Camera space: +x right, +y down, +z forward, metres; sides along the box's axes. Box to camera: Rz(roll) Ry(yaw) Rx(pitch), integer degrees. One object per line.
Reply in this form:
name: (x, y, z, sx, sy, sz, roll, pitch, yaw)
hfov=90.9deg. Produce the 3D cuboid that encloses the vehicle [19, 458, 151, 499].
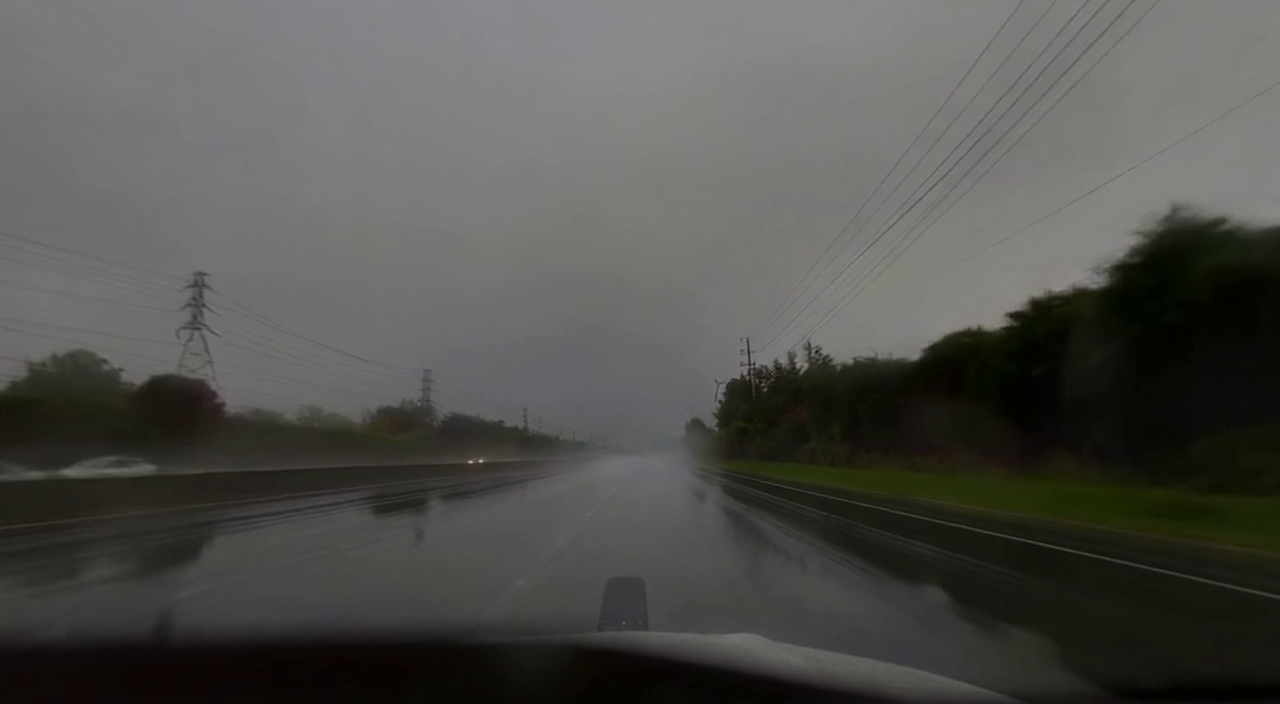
vehicle: (-21.910, 4.974, 25.094, 1.789, 1.430, 3.710, 0, -9, 1)
